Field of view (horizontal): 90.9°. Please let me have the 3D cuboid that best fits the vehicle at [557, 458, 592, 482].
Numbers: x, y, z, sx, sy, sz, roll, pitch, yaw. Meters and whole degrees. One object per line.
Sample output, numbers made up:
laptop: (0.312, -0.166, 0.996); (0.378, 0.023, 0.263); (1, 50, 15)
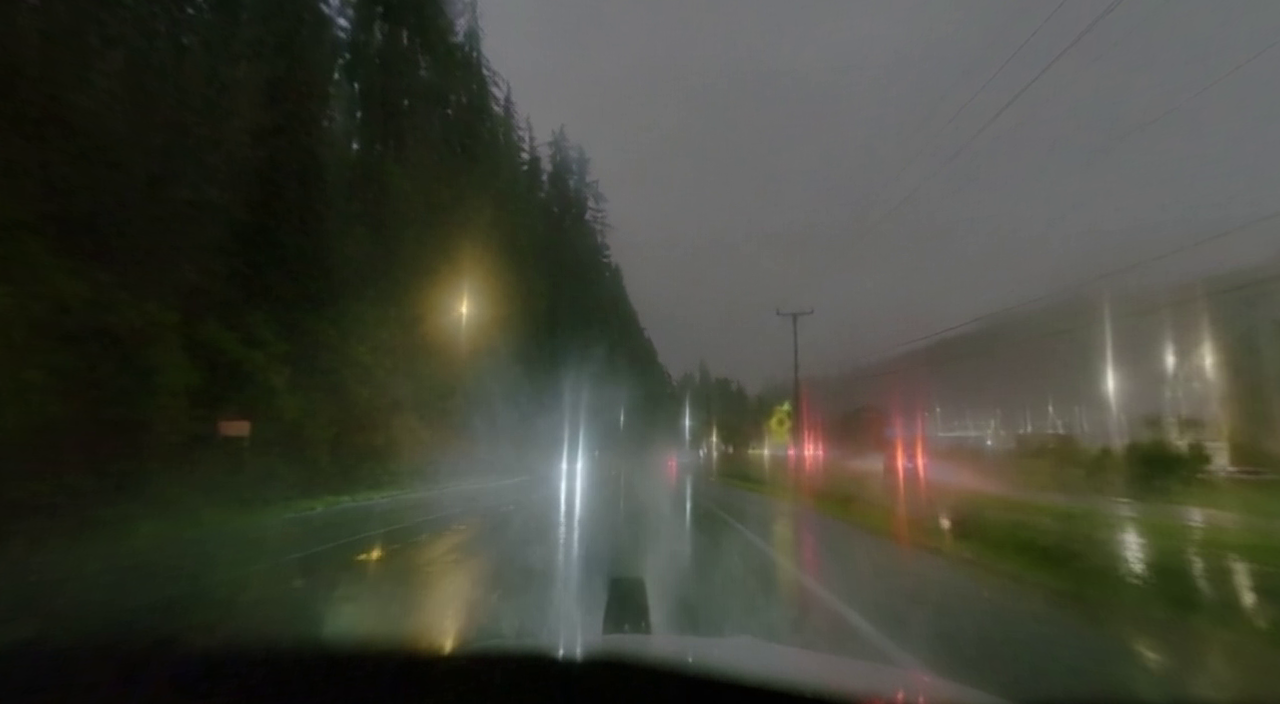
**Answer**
vehicle: (-4.748, 8.595, 46.195); (2.000, 1.546, 4.342); (0, -8, 1)
